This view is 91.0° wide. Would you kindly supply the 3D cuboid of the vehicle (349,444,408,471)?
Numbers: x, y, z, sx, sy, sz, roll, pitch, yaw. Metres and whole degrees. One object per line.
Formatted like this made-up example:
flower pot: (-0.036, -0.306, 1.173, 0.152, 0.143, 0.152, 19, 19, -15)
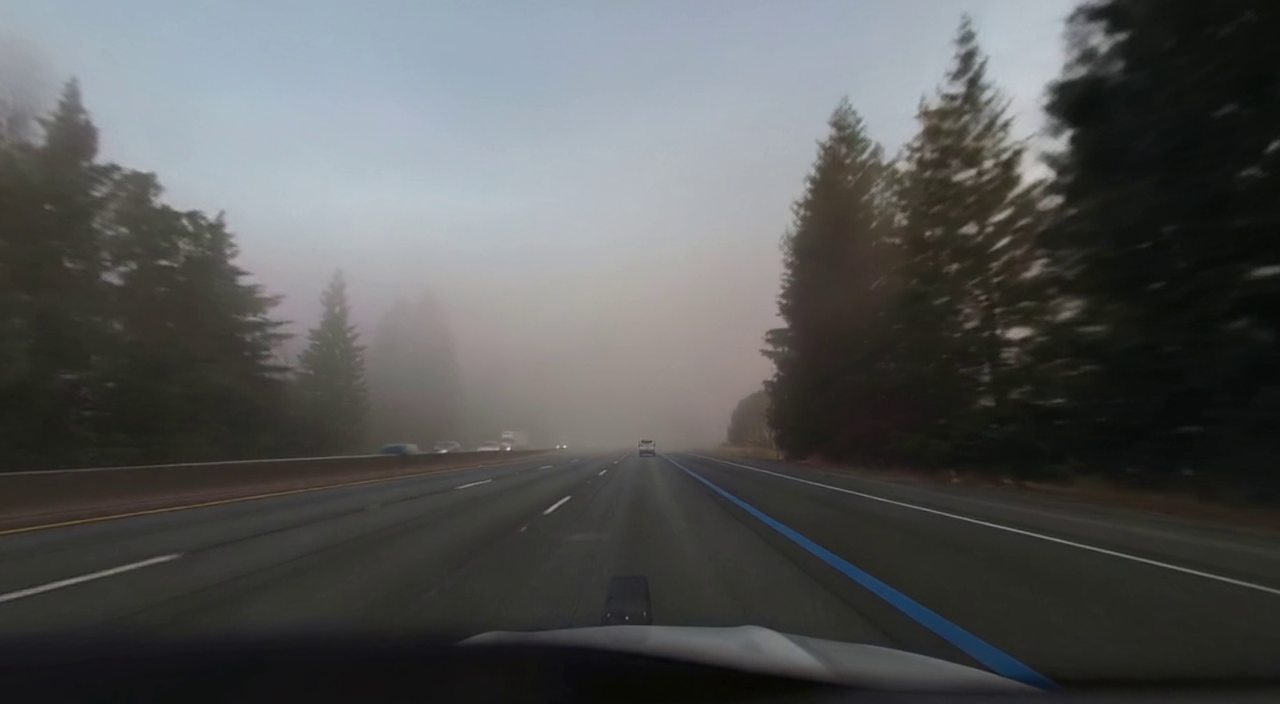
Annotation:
vehicle: (-14.646, 5.908, 35.398, 1.721, 1.416, 3.633, 0, -8, 0)
